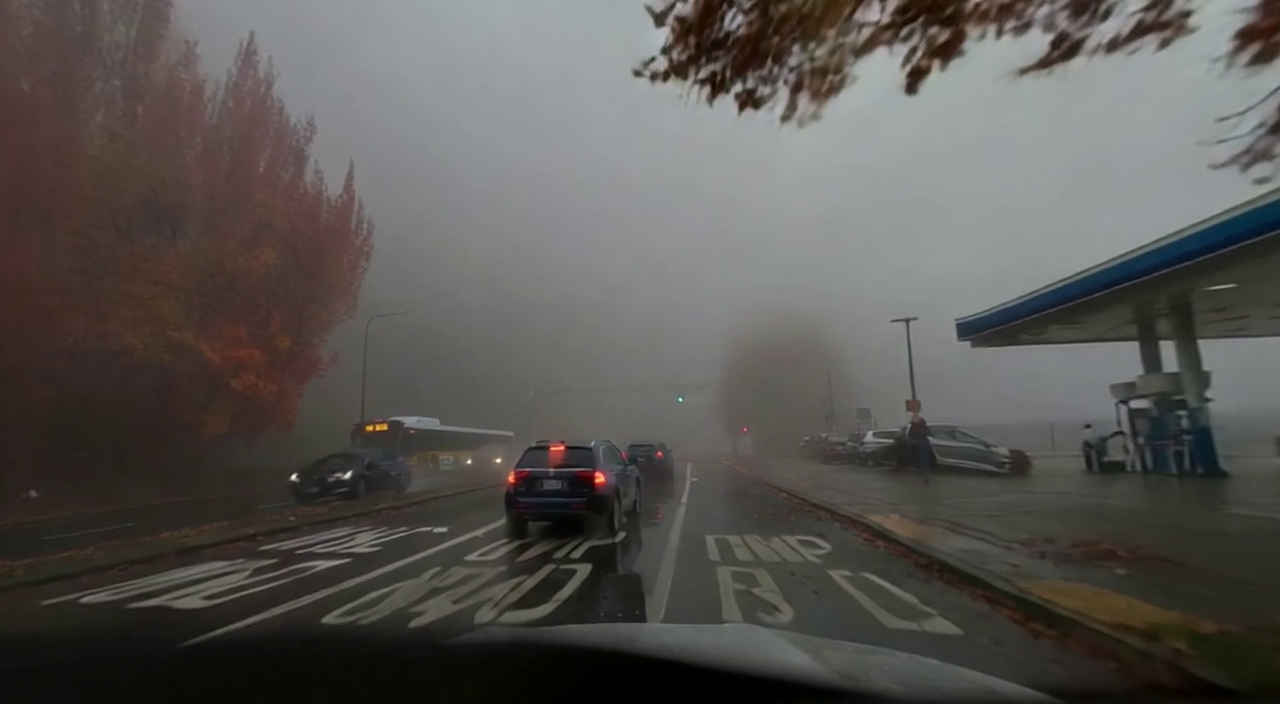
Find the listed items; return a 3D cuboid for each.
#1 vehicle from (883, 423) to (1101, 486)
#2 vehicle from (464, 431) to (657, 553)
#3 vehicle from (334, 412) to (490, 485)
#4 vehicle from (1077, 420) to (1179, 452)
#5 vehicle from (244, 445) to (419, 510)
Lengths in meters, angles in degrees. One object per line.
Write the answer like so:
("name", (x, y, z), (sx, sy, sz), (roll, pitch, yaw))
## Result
("vehicle", (9.836, 2.926, 17.935), (4.894, 1.451, 2.089), (-3, -9, 6))
("vehicle", (-0.966, 2.078, 10.024), (2.092, 1.507, 4.078), (-1, -9, 7))
("vehicle", (-11.533, 5.186, 33.678), (3.189, 3.205, 11.526), (0, -9, 5))
("vehicle", (28.567, 4.964, 36.817), (4.130, 1.665, 2.141), (-2, -8, -1))
("vehicle", (-8.640, 3.526, 18.250), (2.054, 1.599, 5.178), (-1, -9, 6))
